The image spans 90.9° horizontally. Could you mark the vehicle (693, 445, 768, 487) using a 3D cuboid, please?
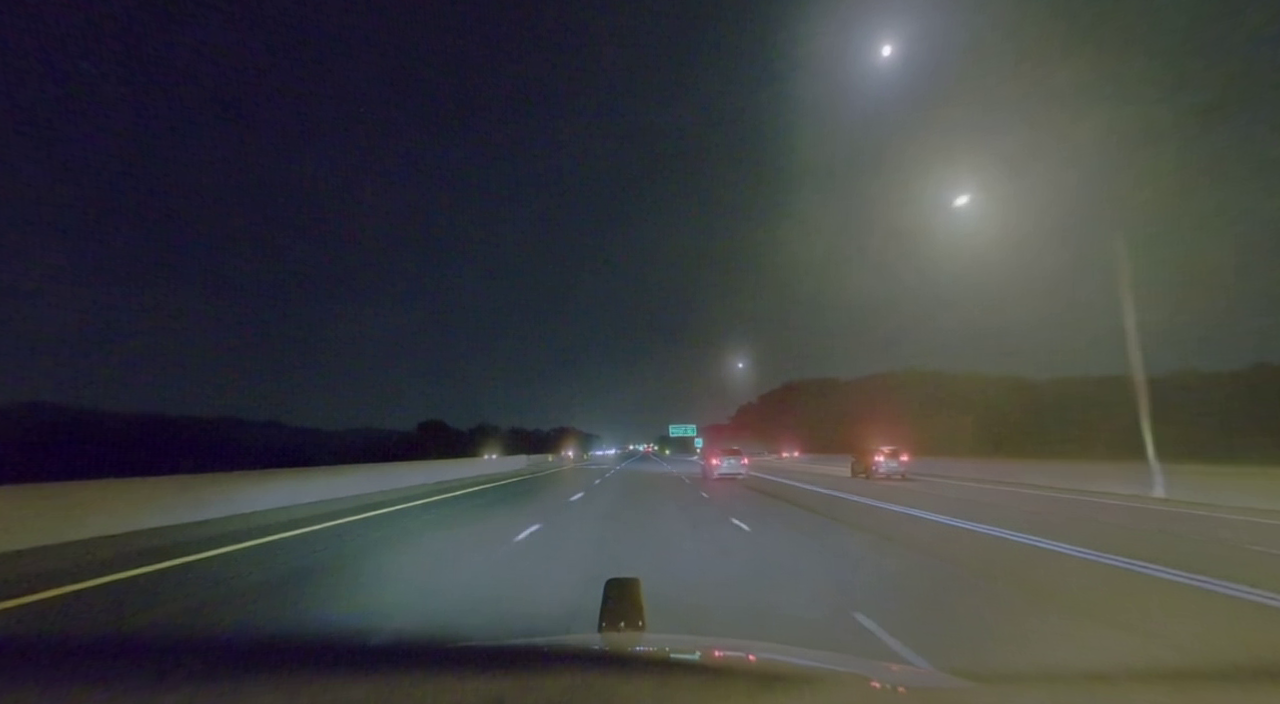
[{"bbox_3d":[3.401,4.385,24.635,2.193,1.462,4.533,0,-8,-1],"label":"vehicle"}]
